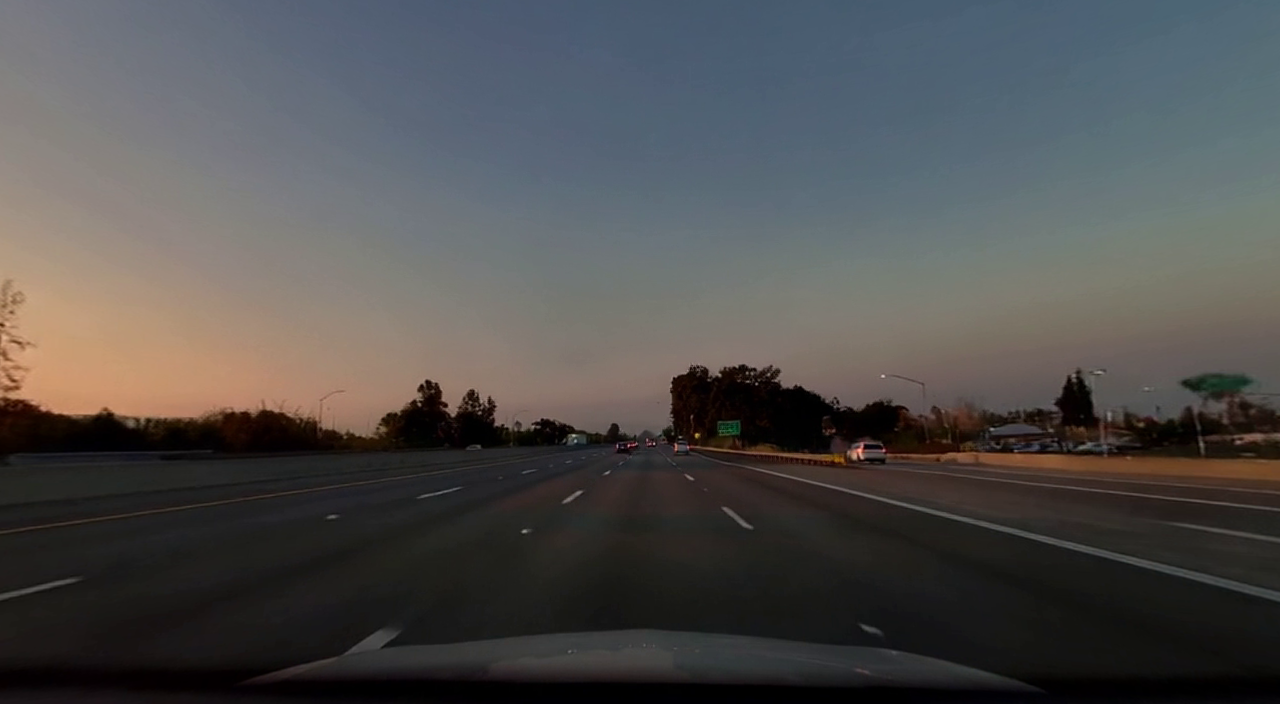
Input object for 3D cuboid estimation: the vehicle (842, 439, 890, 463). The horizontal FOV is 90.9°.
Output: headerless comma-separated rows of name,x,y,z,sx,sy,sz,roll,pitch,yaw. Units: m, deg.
vehicle,16.142,7.100,45.294,2.039,1.658,4.457,-1,-8,3
